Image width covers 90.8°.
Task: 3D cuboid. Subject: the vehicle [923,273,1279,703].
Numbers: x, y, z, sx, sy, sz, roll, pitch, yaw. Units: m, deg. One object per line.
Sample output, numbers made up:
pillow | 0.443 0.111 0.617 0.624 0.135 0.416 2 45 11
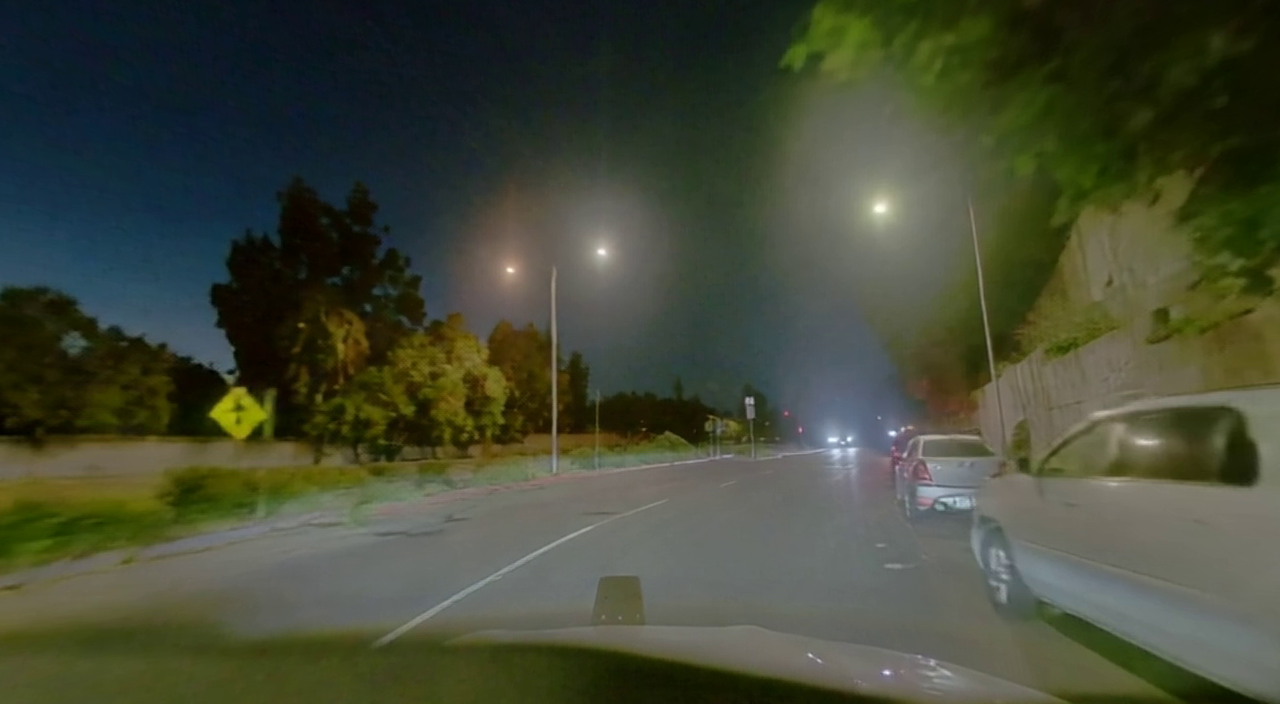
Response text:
vehicle | 3.821 0.836 3.386 2.483 1.978 5.802 -1 -9 7
